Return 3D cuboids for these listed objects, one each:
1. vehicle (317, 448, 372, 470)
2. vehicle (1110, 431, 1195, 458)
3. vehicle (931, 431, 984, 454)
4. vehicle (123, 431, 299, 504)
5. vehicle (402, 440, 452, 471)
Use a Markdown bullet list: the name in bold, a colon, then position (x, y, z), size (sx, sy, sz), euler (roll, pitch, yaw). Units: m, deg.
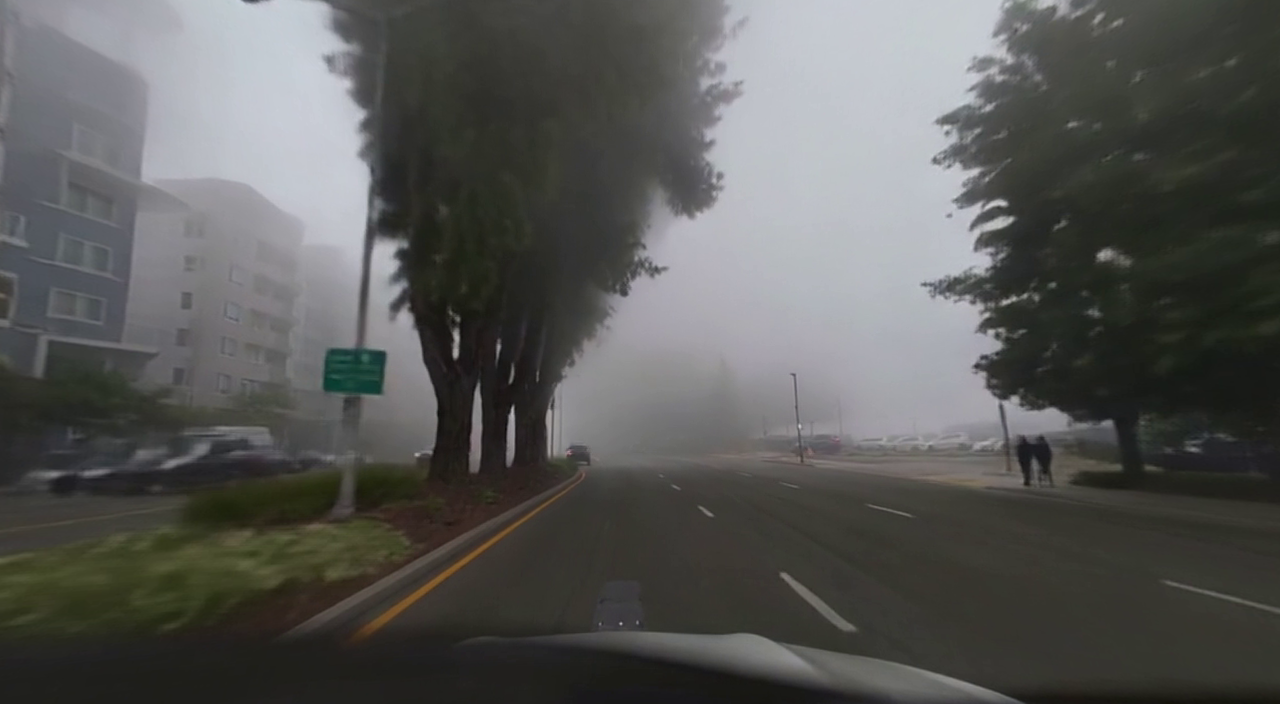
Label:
- **vehicle**: position (-21.823, 7.903, 46.862), size (2.155, 1.542, 4.584), euler (1, -9, -5)
- **vehicle**: position (31.170, 5.627, 38.430), size (4.313, 1.549, 1.851), euler (3, -9, -18)
- **vehicle**: position (23.561, 6.725, 46.740), size (2.219, 1.587, 5.047), euler (-8, -11, 41)
- **vehicle**: position (-12.323, 3.323, 18.662), size (1.816, 1.843, 4.863), euler (0, -9, -1)
- **vehicle**: position (-13.647, 6.635, 40.679), size (1.927, 1.828, 4.112), euler (0, -9, -2)
